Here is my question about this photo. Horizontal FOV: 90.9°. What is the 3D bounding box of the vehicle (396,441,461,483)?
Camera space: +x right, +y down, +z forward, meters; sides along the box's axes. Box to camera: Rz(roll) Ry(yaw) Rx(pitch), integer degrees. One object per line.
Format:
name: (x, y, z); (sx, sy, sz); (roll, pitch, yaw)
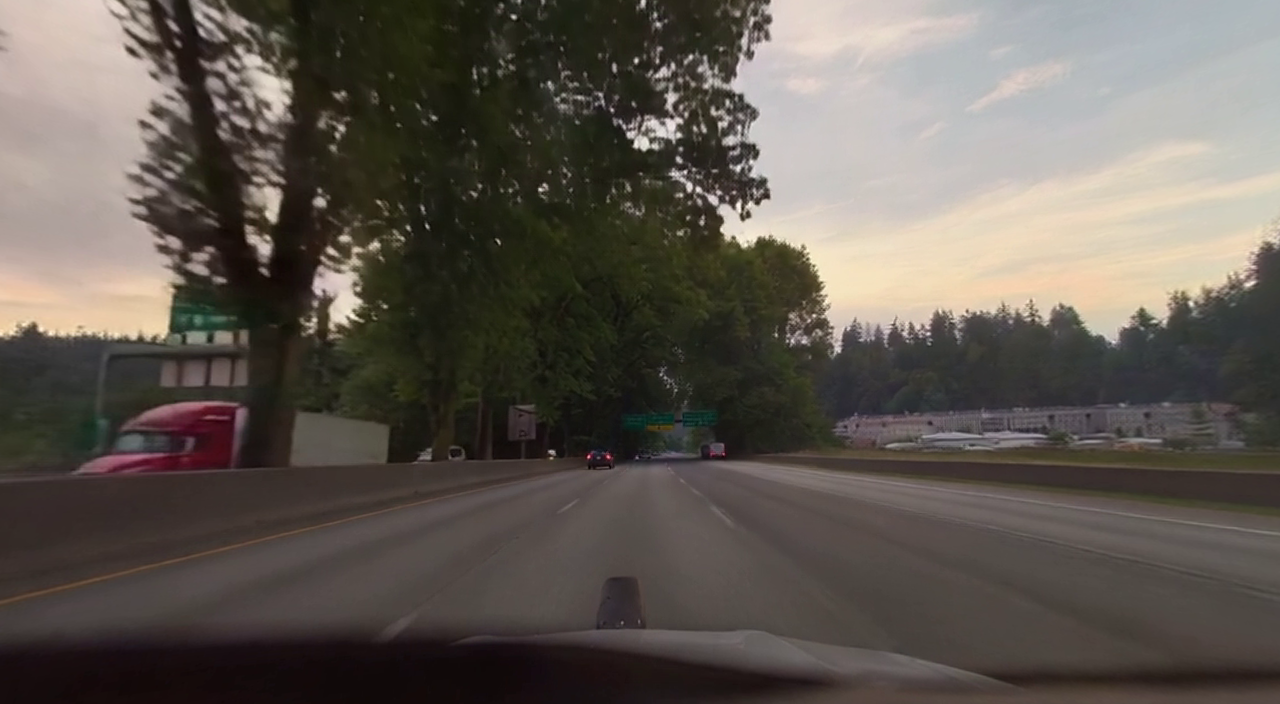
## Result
vehicle: (-13.984, 7.304, 42.127); (2.331, 2.554, 5.554); (0, -9, 1)

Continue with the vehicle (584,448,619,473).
vehicle: (-2.662, 7.656, 44.721); (2.086, 1.650, 4.122); (0, -9, 2)

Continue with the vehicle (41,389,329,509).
vehicle: (-18.193, 4.158, 27.144); (3.189, 3.995, 12.063); (0, -9, 1)
